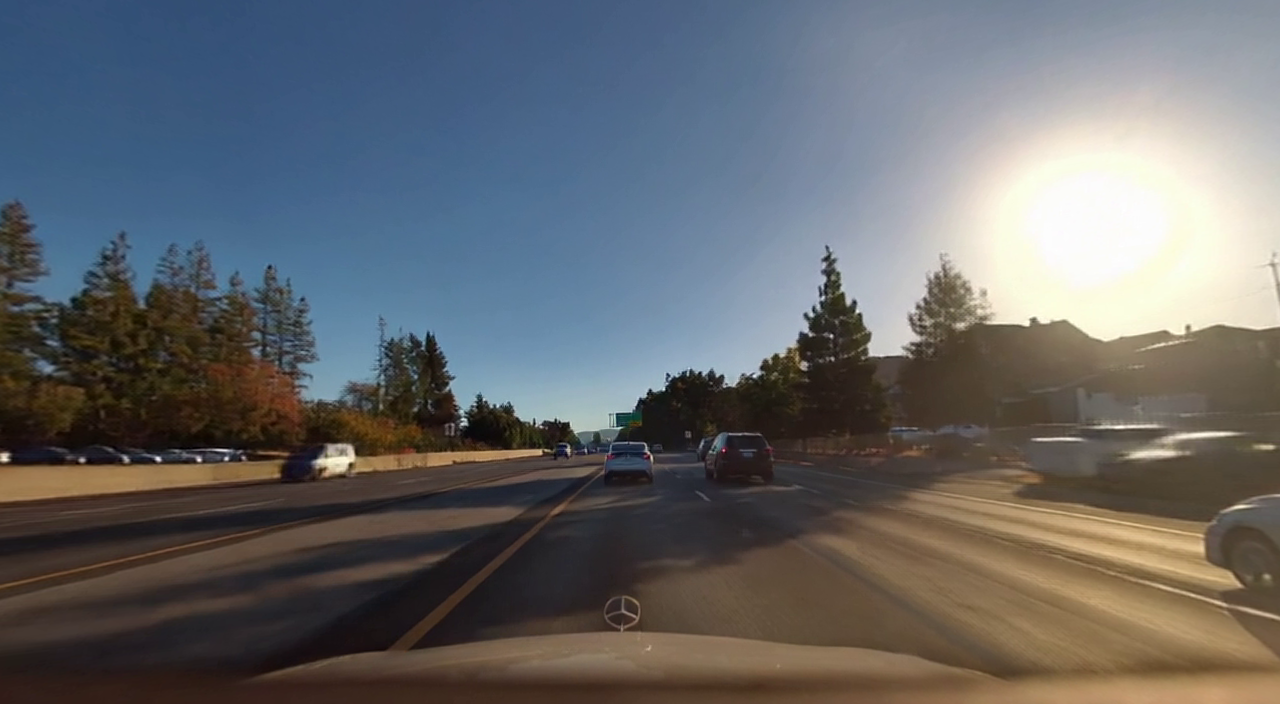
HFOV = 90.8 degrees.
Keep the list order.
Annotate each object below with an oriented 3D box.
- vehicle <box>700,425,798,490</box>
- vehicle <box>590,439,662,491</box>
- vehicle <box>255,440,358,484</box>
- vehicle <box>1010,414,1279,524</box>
[{"bbox_3d":[3.333,3.351,20.339,2.186,1.842,4.553,0,-8,-2],"label":"vehicle"},{"bbox_3d":[-0.396,3.453,19.707,2.040,1.451,3.736,0,-8,0],"label":"vehicle"},{"bbox_3d":[-14.194,4.673,27.230,1.971,1.718,4.408,0,-8,1],"label":"vehicle"},{"bbox_3d":[11.355,2.491,14.103,2.533,1.900,6.143,0,-8,1],"label":"vehicle"}]
